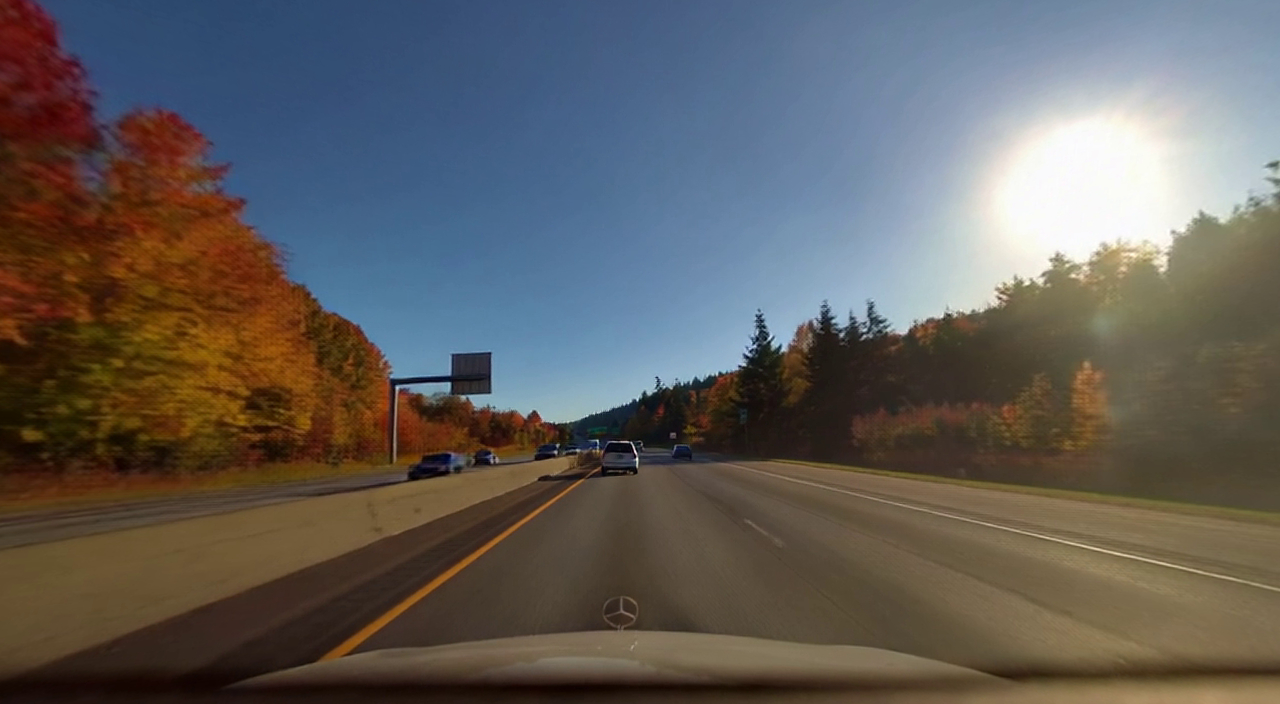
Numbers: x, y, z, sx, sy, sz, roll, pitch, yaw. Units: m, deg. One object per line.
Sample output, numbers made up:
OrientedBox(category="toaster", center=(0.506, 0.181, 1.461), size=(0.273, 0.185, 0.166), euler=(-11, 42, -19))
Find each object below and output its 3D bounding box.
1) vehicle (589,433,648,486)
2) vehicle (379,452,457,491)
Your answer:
OrientedBox(category="vehicle", center=(-0.706, 3.837, 22.602), size=(1.937, 1.699, 3.936), euler=(0, -9, 0))
OrientedBox(category="vehicle", center=(-9.772, 5.256, 27.981), size=(1.917, 1.533, 4.191), euler=(-1, -9, 0))
